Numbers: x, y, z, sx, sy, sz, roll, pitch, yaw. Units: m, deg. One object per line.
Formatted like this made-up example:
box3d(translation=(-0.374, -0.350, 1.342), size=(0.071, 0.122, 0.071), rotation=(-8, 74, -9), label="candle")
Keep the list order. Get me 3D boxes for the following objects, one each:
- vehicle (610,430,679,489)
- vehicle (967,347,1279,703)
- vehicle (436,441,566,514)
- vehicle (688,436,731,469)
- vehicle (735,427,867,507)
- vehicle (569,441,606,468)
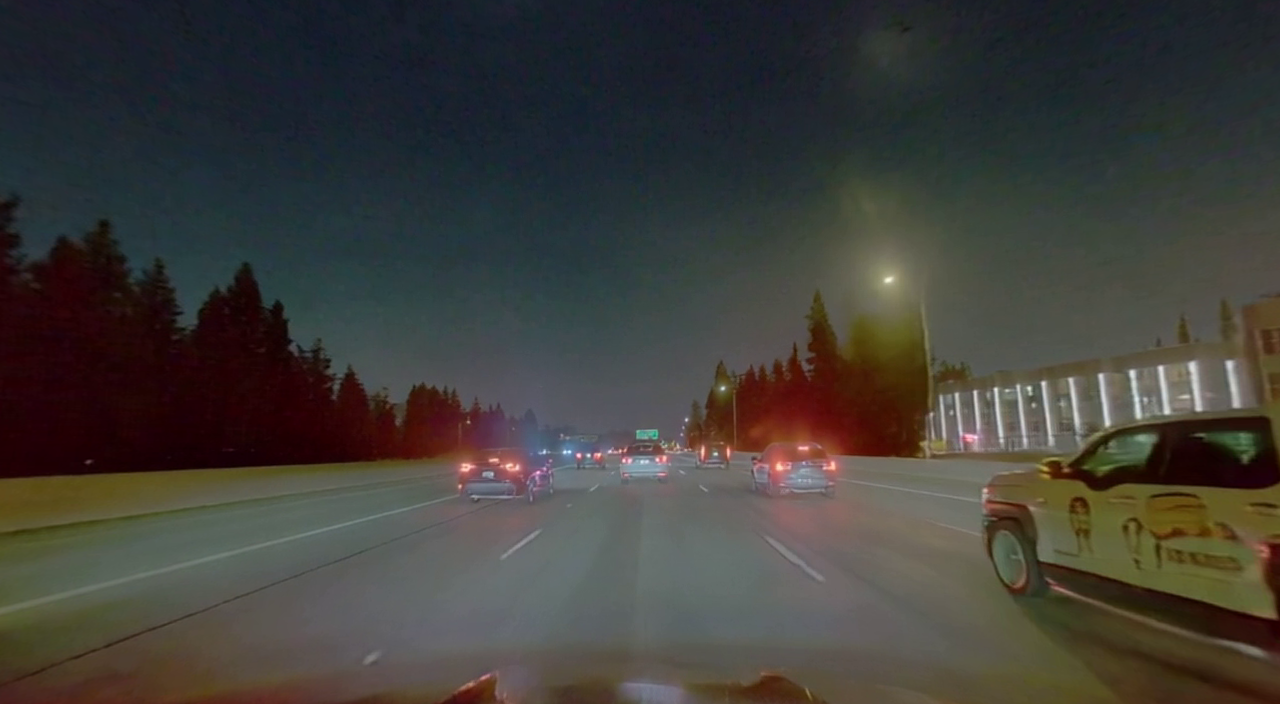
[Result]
box3d(translation=(0.145, 3.694, 21.979), size=(2.153, 1.805, 4.631), rotation=(0, -8, 0), label="vehicle")
box3d(translation=(3.872, 0.879, 3.078), size=(2.156, 1.701, 4.494), rotation=(0, -8, 1), label="vehicle")
box3d(translation=(-3.109, 2.917, 15.319), size=(1.965, 1.443, 4.968), rotation=(0, -8, 1), label="vehicle")
box3d(translation=(4.089, 5.935, 37.517), size=(2.039, 1.832, 3.989), rotation=(0, -8, -1), label="vehicle")
box3d(translation=(3.774, 2.780, 15.700), size=(2.094, 1.676, 4.309), rotation=(0, -8, -1), label="vehicle")
box3d(translation=(-3.395, 6.764, 41.729), size=(1.951, 1.694, 4.188), rotation=(-1, -8, 2), label="vehicle")
